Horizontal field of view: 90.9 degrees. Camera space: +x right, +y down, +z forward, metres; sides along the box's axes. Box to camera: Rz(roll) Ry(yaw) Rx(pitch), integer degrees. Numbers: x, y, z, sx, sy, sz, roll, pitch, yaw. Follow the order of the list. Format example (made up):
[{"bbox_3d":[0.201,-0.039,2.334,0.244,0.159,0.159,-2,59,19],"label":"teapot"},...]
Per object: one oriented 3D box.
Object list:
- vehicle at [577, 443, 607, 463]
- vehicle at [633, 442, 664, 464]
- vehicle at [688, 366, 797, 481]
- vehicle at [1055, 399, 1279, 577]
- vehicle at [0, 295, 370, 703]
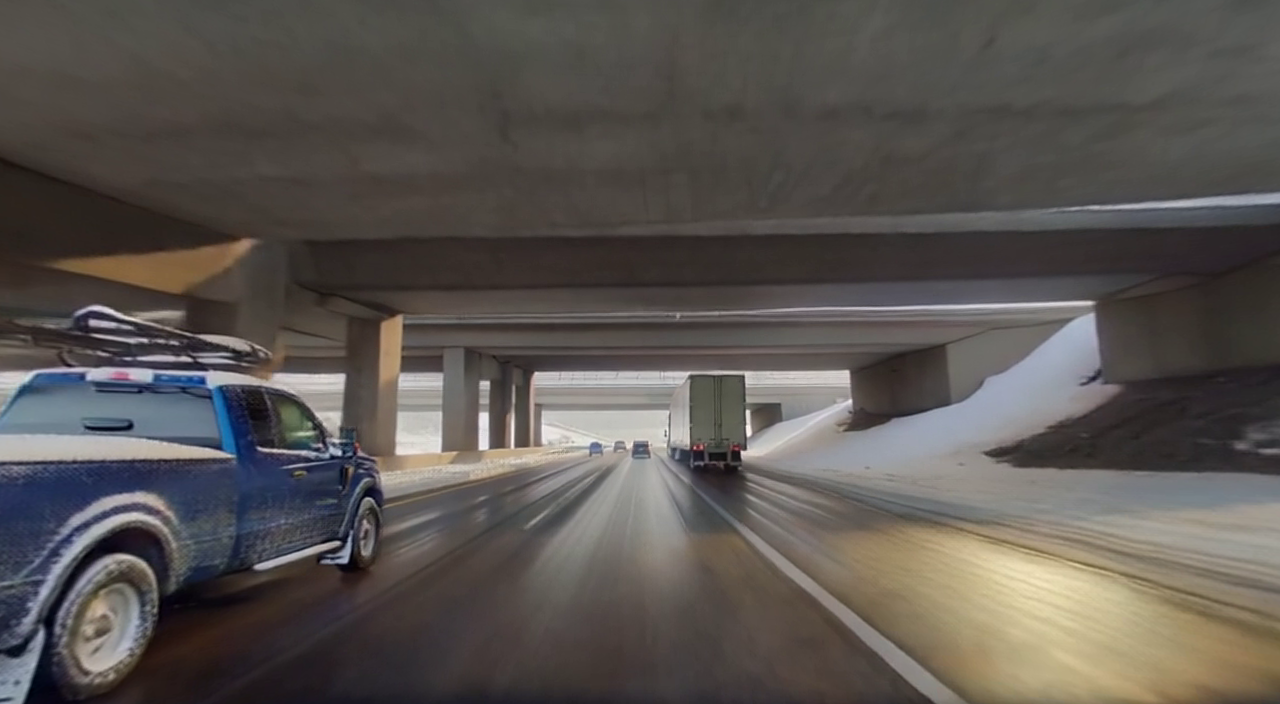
[{"bbox_3d":[-3.660,7.801,48.878,2.077,1.446,4.106,0,-9,0],"label":"vehicle"},{"bbox_3d":[0.616,7.241,45.358,2.092,1.446,4.092,0,-8,0],"label":"vehicle"},{"bbox_3d":[4.095,3.461,28.701,2.885,4.036,12.891,0,-8,1],"label":"vehicle"},{"bbox_3d":[7.174,1.440,6.965,1.999,1.700,4.640,0,-8,0],"label":"vehicle"},{"bbox_3d":[-4.361,0.888,3.819,2.599,2.054,6.288,0,-9,1],"label":"vehicle"}]
